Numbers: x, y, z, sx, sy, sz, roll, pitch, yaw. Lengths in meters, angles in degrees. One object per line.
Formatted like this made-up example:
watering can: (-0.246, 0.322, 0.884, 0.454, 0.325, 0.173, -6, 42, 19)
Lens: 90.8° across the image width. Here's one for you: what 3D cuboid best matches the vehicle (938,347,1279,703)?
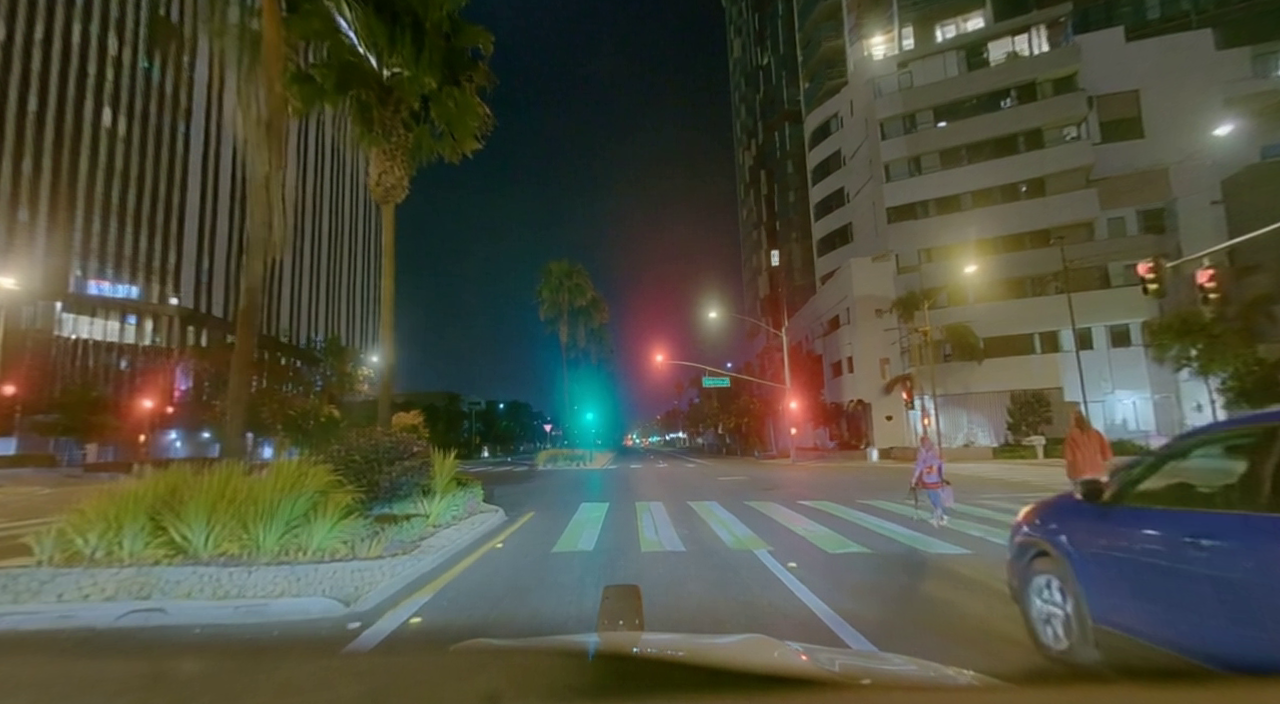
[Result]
vehicle: (3.343, 0.861, 2.676, 2.060, 1.631, 4.169, 0, -8, -1)
